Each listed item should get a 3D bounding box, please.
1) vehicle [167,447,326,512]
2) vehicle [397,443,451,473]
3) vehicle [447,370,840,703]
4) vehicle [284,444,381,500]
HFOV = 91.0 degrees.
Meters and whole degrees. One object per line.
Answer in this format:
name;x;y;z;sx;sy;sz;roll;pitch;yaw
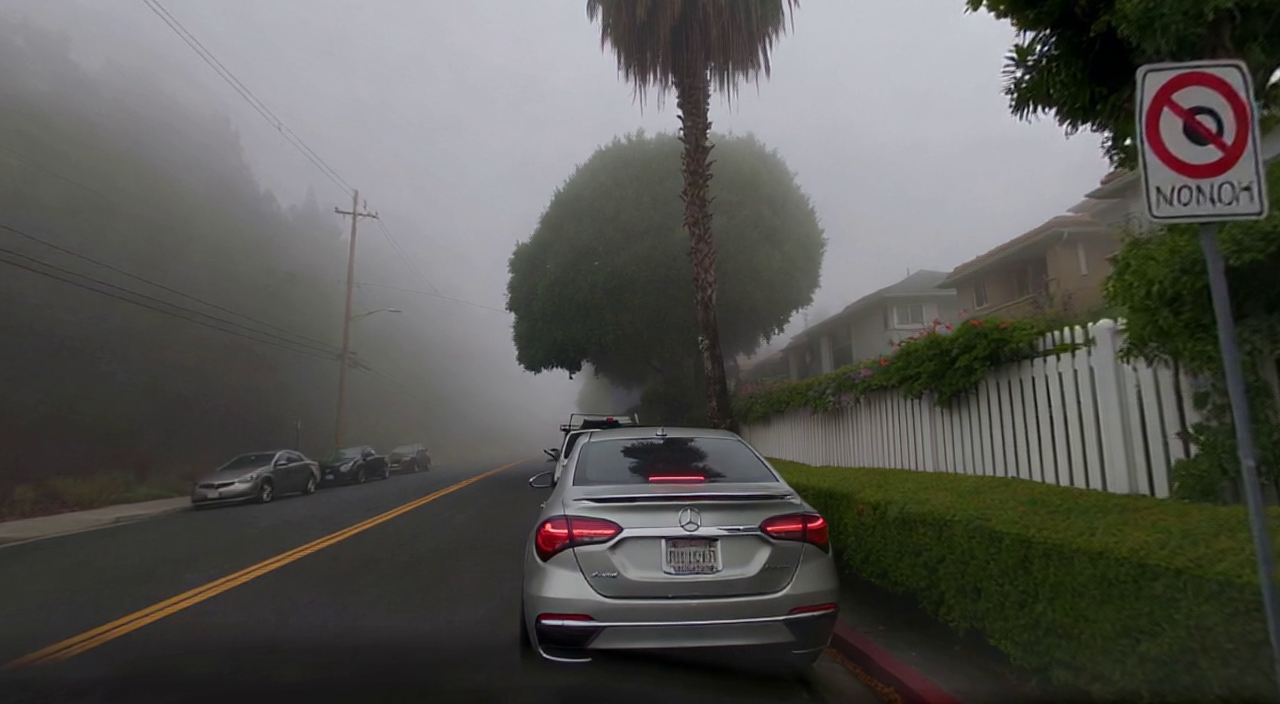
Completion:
vehicle;-11.403;3.657;18.784;2.017;1.627;5.039;1;-8;-7
vehicle;-13.177;6.463;38.693;2.060;1.689;4.999;1;-8;-7
vehicle;-0.141;1.219;4.995;1.894;1.695;3.795;1;-8;-6
vehicle;-12.162;4.711;25.270;2.048;1.485;4.757;-4;-4;-8
